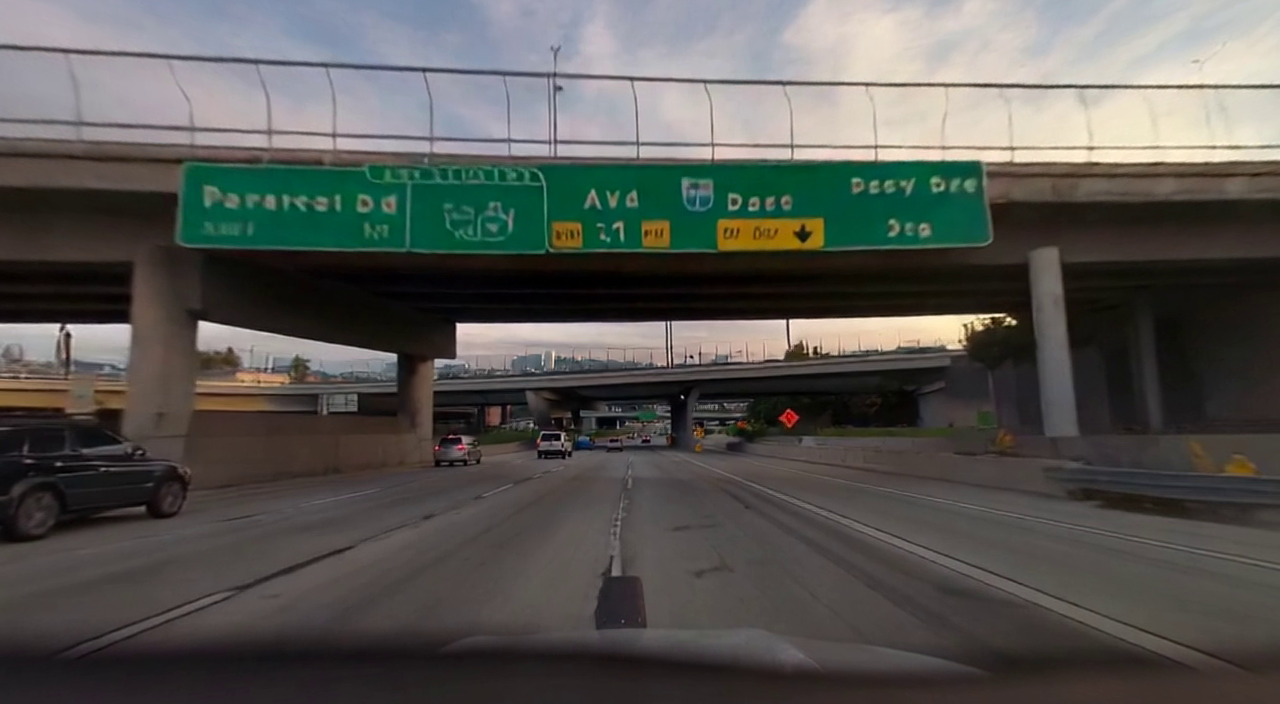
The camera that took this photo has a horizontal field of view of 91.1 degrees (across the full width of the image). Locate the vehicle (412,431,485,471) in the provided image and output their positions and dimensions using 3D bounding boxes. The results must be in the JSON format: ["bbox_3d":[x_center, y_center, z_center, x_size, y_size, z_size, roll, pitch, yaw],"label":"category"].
[{"bbox_3d":[-9.209,4.805,30.611,2.109,1.784,4.709,0,-8,-1],"label":"vehicle"}]

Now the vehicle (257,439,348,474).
[{"bbox_3d":[-15.846,4.921,29.762,1.863,1.499,4.455,0,-8,-1],"label":"vehicle"}]

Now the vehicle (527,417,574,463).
[{"bbox_3d":[-5.951,5.980,42.602,2.301,2.843,6.458,0,-8,-1],"label":"vehicle"}]

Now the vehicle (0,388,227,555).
[{"bbox_3d":[-8.665,1.663,9.124,2.179,1.948,4.618,0,-8,-1],"label":"vehicle"}]

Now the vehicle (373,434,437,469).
[{"bbox_3d":[-12.634,5.360,34.019,1.900,1.726,4.236,0,-8,-2],"label":"vehicle"}]
